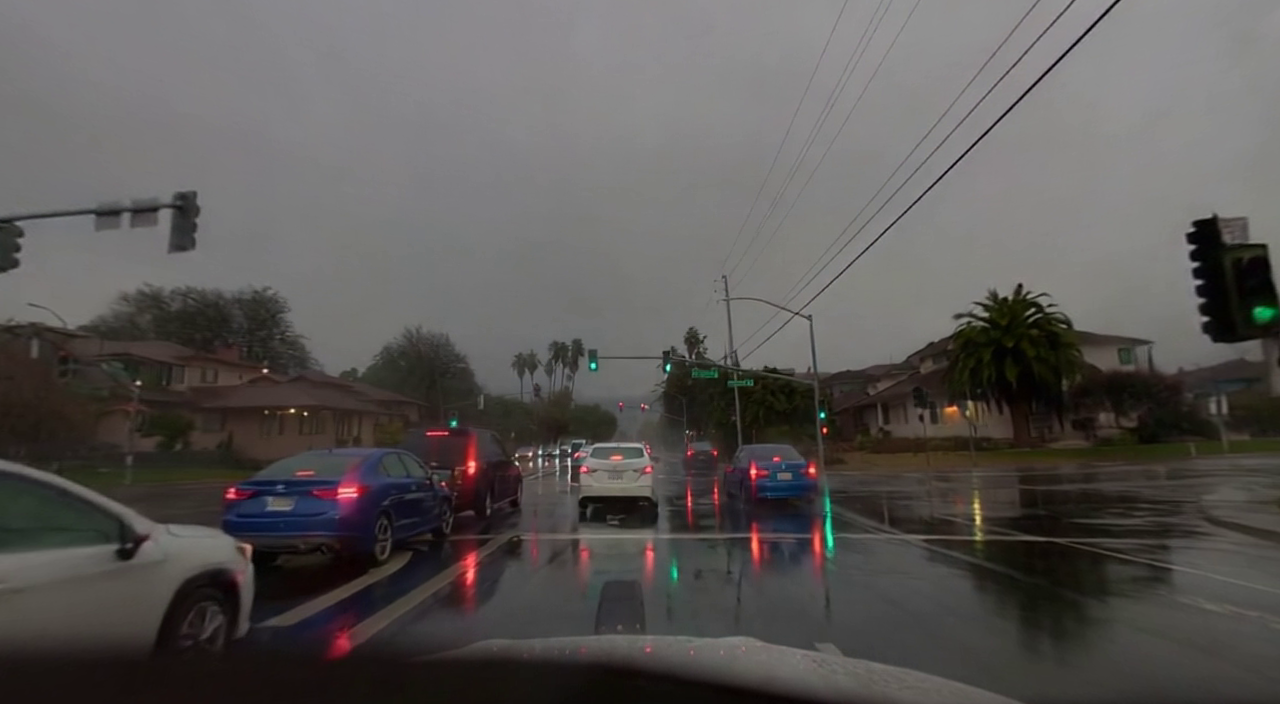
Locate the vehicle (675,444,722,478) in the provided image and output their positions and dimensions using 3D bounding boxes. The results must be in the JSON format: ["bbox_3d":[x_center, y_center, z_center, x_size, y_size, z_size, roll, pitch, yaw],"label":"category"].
[{"bbox_3d":[2.921,5.573,32.557,1.956,1.615,4.205,0,-8,-1],"label":"vehicle"}]

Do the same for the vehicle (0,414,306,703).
[{"bbox_3d":[-3.650,1.006,2.607,2.058,1.474,4.473,0,-8,0],"label":"vehicle"}]

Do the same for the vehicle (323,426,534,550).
[{"bbox_3d":[-3.305,2.223,11.071,2.024,1.701,4.572,0,-8,1],"label":"vehicle"}]

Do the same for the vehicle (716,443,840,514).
[{"bbox_3d":[3.190,3.008,15.601,2.014,1.464,4.312,0,-8,-1],"label":"vehicle"}]

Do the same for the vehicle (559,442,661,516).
[{"bbox_3d":[-0.610,2.898,14.940,2.104,1.500,3.815,0,-8,0],"label":"vehicle"}]
